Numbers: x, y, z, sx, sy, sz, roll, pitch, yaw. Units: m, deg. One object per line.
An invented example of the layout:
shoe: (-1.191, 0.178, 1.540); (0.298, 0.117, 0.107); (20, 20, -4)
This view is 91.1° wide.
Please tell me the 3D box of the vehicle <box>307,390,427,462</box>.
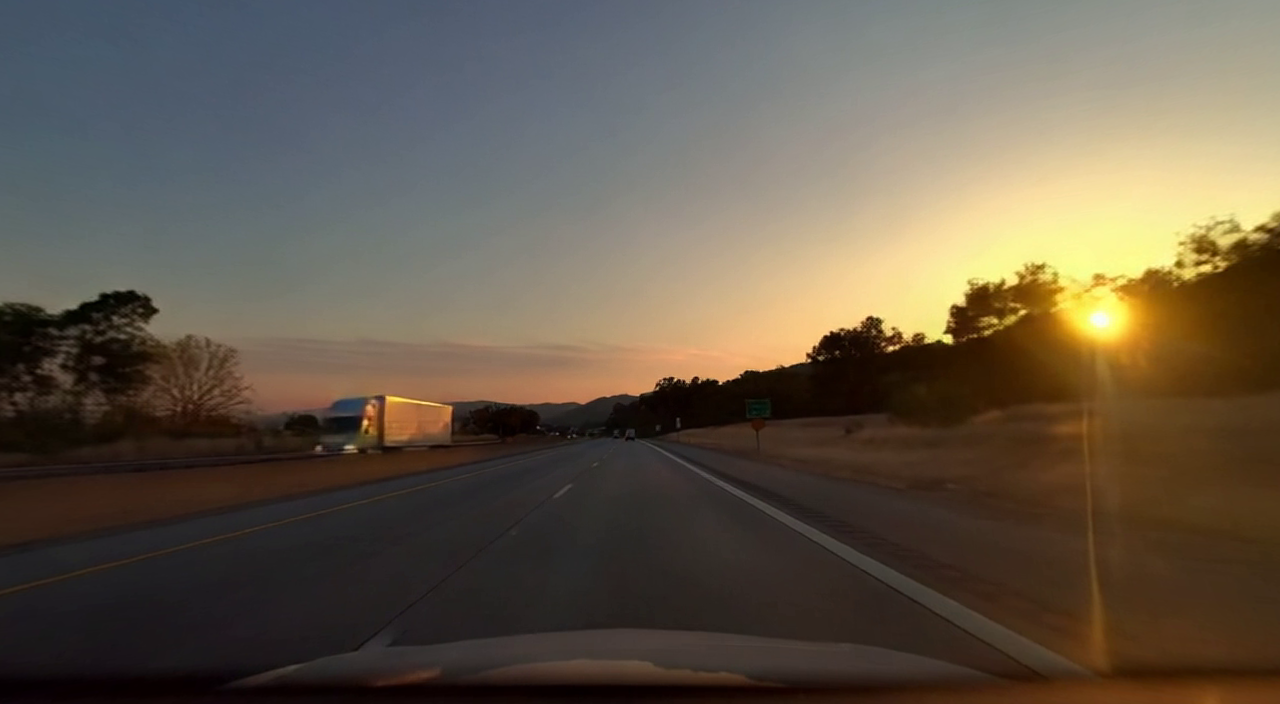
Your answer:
vehicle: (-17.465, 4.975, 41.481); (3.032, 4.098, 11.458); (0, -8, -1)
